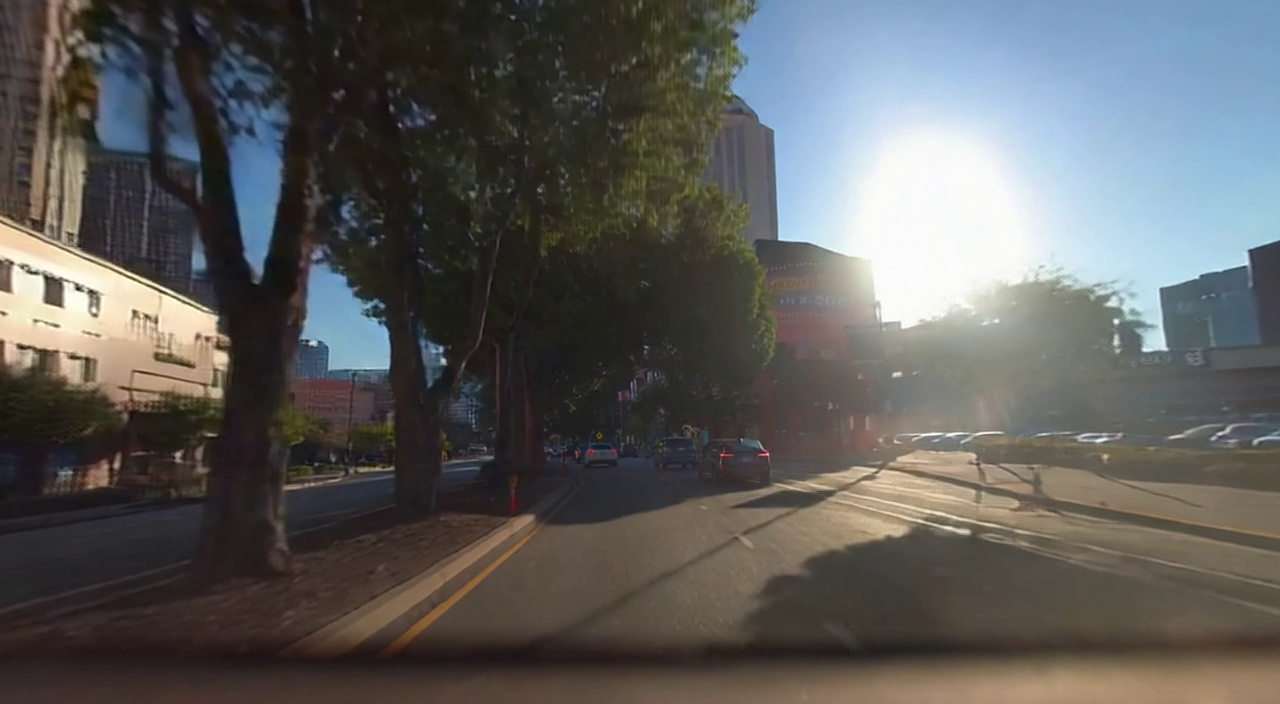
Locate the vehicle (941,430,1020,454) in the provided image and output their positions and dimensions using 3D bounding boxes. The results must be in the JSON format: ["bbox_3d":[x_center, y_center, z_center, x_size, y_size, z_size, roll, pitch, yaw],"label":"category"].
[{"bbox_3d":[26.077,6.912,48.429,4.736,1.755,2.221,0,-8,-4],"label":"vehicle"}]

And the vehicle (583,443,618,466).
[{"bbox_3d":[-2.794,7.130,44.033,2.068,1.512,3.987,1,-8,-8],"label":"vehicle"}]

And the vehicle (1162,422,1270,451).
[{"bbox_3d":[32.525,4.785,35.755,4.032,1.560,2.059,0,-8,-1],"label":"vehicle"}]

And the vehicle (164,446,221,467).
[{"bbox_3d":[-32.566,7.621,46.059,1.600,1.375,4.319,0,-9,-9],"label":"vehicle"}]

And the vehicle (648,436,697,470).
[{"bbox_3d":[1.730,5.565,35.012,2.046,1.768,4.370,0,-8,-6],"label":"vehicle"}]

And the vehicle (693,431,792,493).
[{"bbox_3d":[2.888,3.203,18.745,1.966,1.596,3.980,0,-8,-4],"label":"vehicle"}]
